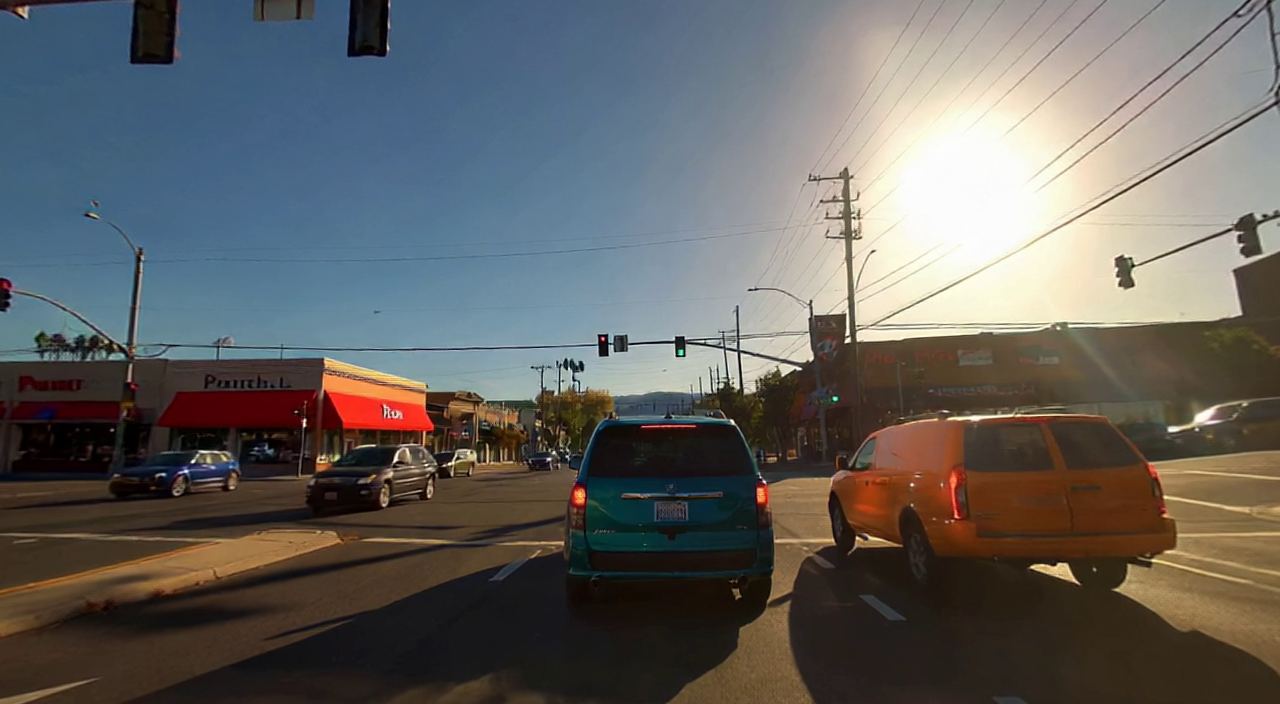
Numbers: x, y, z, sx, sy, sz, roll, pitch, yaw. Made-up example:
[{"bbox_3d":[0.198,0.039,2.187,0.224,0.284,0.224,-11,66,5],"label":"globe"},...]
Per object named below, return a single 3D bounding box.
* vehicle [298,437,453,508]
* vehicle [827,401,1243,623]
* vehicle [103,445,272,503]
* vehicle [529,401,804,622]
[{"bbox_3d":[-7.502,3.451,18.631,2.176,1.766,5.042,-1,-8,3],"label":"vehicle"},{"bbox_3d":[3.615,1.519,6.948,1.976,1.664,4.189,-1,-8,2],"label":"vehicle"},{"bbox_3d":[-14.398,3.854,20.476,1.931,1.633,4.544,-1,-8,3],"label":"vehicle"},{"bbox_3d":[0.254,1.505,6.818,2.098,1.682,3.778,0,-8,2],"label":"vehicle"}]
